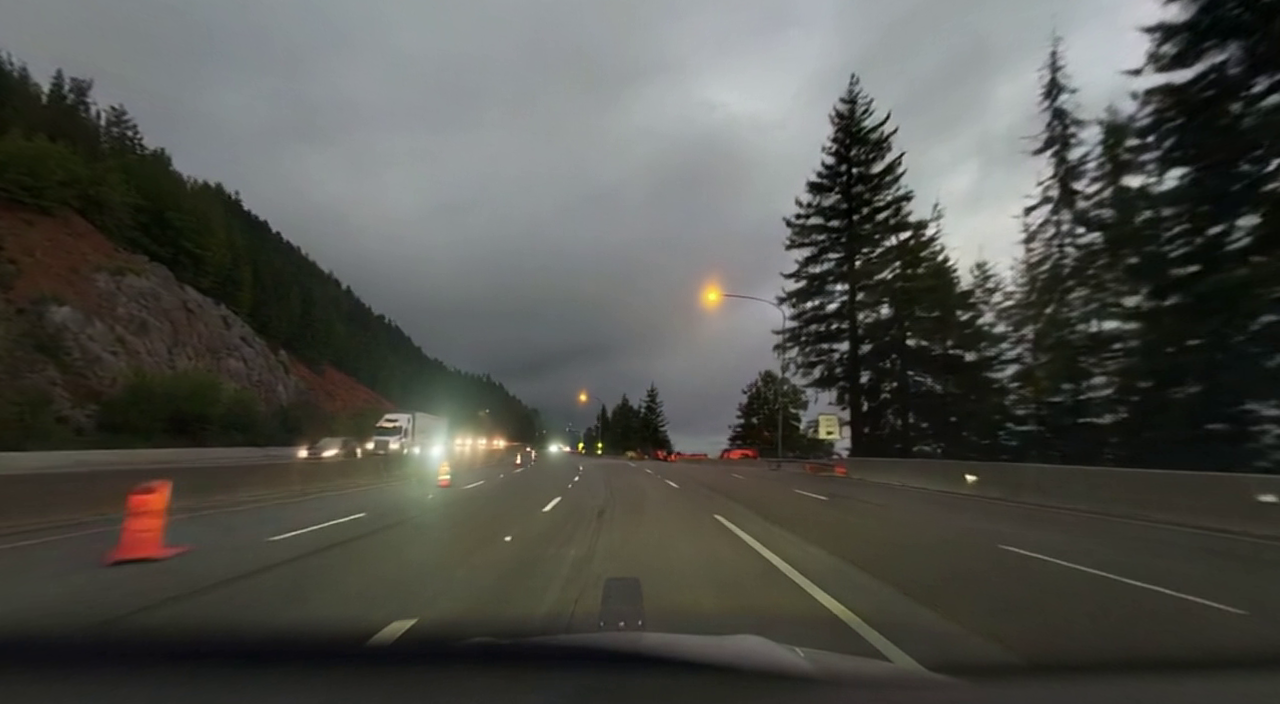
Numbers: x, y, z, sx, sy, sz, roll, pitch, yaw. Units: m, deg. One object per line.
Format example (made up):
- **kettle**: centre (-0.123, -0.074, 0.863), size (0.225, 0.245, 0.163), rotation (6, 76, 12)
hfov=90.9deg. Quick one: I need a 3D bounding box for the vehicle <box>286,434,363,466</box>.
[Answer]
- **vehicle**: centre (-17.857, 5.589, 35.997), size (2.128, 1.719, 4.749), rotation (0, -9, -3)
